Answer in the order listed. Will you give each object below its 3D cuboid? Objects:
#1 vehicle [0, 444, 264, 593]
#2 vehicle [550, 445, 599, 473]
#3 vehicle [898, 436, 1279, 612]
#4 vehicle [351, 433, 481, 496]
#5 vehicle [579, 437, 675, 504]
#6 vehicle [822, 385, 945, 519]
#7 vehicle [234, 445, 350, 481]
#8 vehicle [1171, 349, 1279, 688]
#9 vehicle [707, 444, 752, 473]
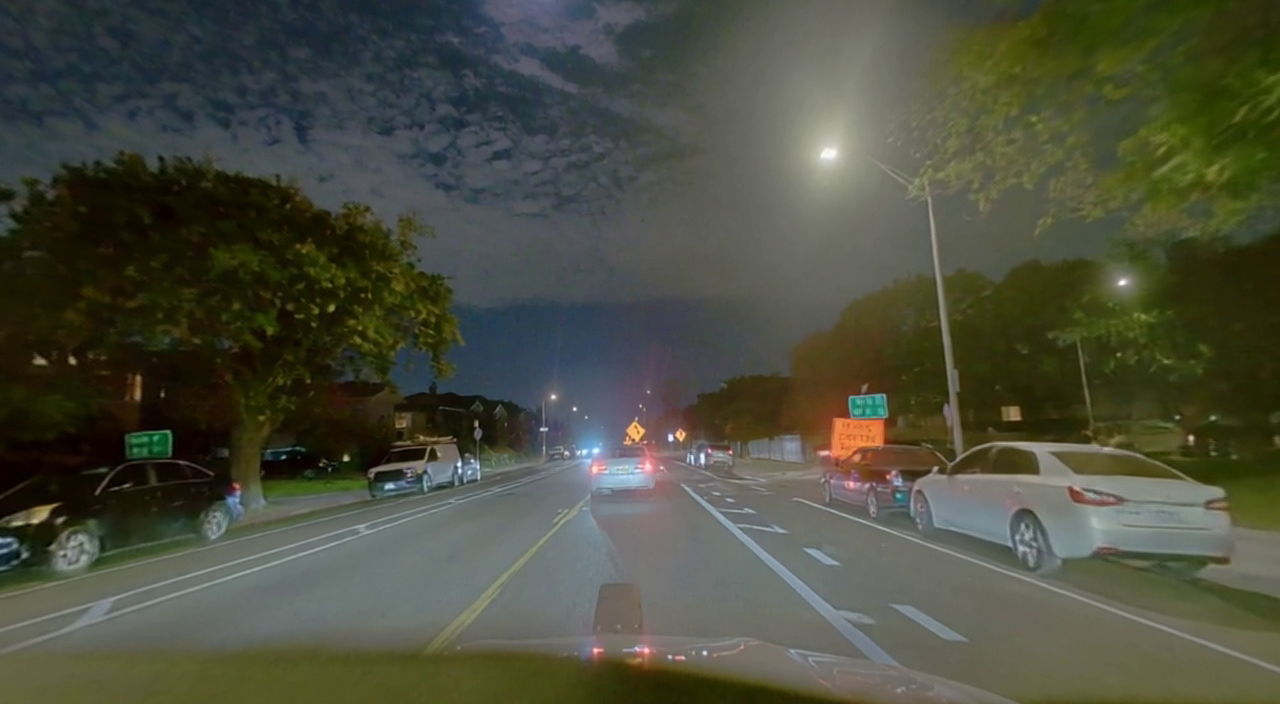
[{"bbox_3d":[-8.009,2.229,9.422,2.036,1.676,4.440,0,-9,-1],"label":"vehicle"},{"bbox_3d":[-3.906,6.183,36.669,1.997,1.464,4.925,2,-9,-15],"label":"vehicle"},{"bbox_3d":[5.098,1.810,7.716,1.864,1.480,4.587,0,-9,-1],"label":"vehicle"},{"bbox_3d":[-8.161,4.166,23.812,2.659,2.047,6.014,0,-9,0],"label":"vehicle"},{"bbox_3d":[-0.260,2.953,16.148,2.151,1.481,4.084,0,-9,1],"label":"vehicle"},{"bbox_3d":[5.252,2.177,13.937,1.409,2.648,2.645,0,-8,-4],"label":"vehicle"},{"bbox_3d":[-16.665,5.324,30.307,4.468,1.517,1.796,-1,-9,-2],"label":"vehicle"},{"bbox_3d":[4.857,0.624,1.331,2.279,1.946,5.925,0,-8,0],"label":"vehicle"},{"bbox_3d":[4.913,5.877,35.059,1.985,1.481,4.116,0,-9,1],"label":"vehicle"}]
